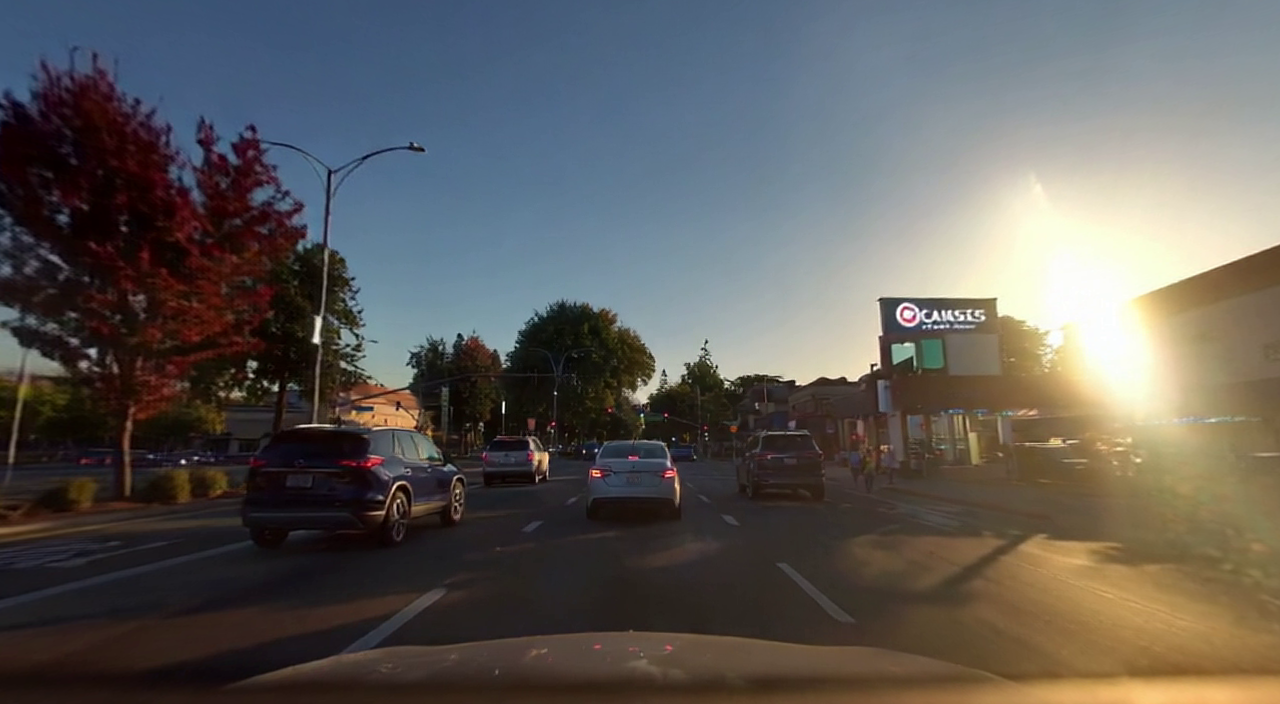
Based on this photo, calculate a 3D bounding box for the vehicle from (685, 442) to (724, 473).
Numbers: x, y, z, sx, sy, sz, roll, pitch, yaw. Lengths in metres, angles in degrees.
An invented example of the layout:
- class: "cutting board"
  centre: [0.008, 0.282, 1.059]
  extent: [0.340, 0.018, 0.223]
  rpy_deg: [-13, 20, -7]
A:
- class: "vehicle"
  centre: [3.651, 5.992, 36.125]
  extent: [1.848, 1.665, 3.747]
  rpy_deg: [0, -8, 0]

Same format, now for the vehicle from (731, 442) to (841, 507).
- class: "vehicle"
  centre: [3.666, 3.141, 16.698]
  extent: [1.979, 1.485, 4.207]
  rpy_deg: [0, -8, 1]

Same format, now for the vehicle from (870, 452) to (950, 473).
- class: "vehicle"
  centre: [19.206, 7.869, 44.991]
  extent: [4.795, 1.457, 1.986]
  rpy_deg: [0, -8, 4]

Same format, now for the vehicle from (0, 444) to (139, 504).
- class: "vehicle"
  centre: [-19.353, 3.922, 20.792]
  extent: [1.888, 1.717, 4.517]
  rpy_deg: [0, -8, 0]

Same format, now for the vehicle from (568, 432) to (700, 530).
- class: "vehicle"
  centre: [-0.098, 2.395, 12.262]
  extent: [2.121, 1.563, 4.031]
  rpy_deg: [0, -8, 0]

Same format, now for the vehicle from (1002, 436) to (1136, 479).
- class: "vehicle"
  centre: [17.939, 4.402, 26.557]
  extent: [1.907, 1.669, 4.147]
  rpy_deg: [5, -10, -28]

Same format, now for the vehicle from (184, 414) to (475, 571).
- class: "vehicle"
  centre: [-3.912, 1.826, 8.915]
  extent: [1.983, 1.685, 3.997]
  rpy_deg: [0, -8, 1]

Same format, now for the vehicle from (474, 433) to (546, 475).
- class: "vehicle"
  centre: [-6.736, 5.379, 33.413]
  extent: [2.321, 2.013, 5.640]
  rpy_deg: [0, -8, 3]

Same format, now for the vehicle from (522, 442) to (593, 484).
- class: "vehicle"
  centre: [-3.152, 4.360, 25.059]
  extent: [2.126, 1.490, 4.265]
  rpy_deg: [0, -8, 2]
